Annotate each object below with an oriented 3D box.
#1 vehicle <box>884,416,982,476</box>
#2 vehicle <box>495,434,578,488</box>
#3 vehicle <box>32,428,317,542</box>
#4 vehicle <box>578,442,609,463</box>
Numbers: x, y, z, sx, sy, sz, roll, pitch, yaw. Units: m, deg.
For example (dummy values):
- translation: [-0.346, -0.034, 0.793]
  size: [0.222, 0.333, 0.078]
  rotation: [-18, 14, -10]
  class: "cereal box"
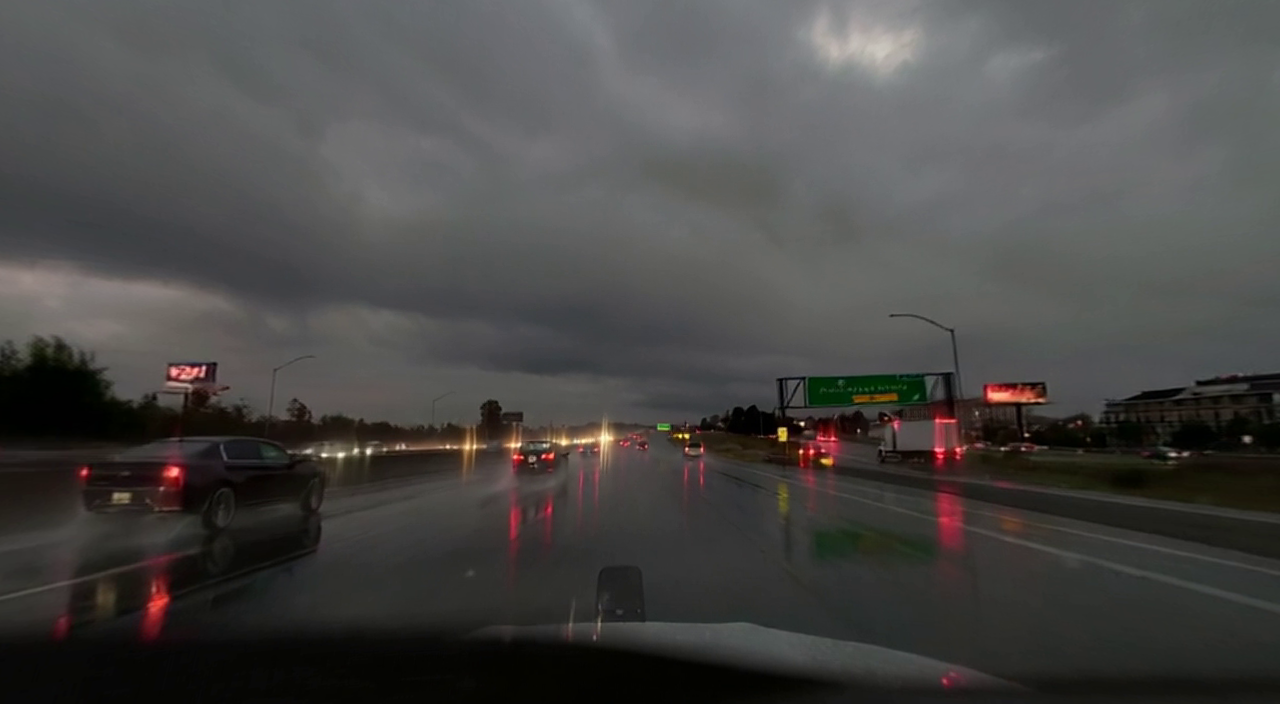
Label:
- translation: [19.166, 6.258, 41.968]
  size: [2.958, 3.538, 8.761]
  rotation: [0, -9, 5]
  class: "vehicle"
- translation: [-3.324, 3.607, 21.119]
  size: [2.001, 1.577, 4.055]
  rotation: [1, -9, 1]
  class: "vehicle"
- translation: [-7.267, 2.082, 10.408]
  size: [1.865, 1.518, 3.620]
  rotation: [1, -9, 1]
  class: "vehicle"
- translation: [-3.449, 7.517, 47.313]
  size: [1.960, 1.494, 4.123]
  rotation: [1, -9, 1]
  class: "vehicle"
